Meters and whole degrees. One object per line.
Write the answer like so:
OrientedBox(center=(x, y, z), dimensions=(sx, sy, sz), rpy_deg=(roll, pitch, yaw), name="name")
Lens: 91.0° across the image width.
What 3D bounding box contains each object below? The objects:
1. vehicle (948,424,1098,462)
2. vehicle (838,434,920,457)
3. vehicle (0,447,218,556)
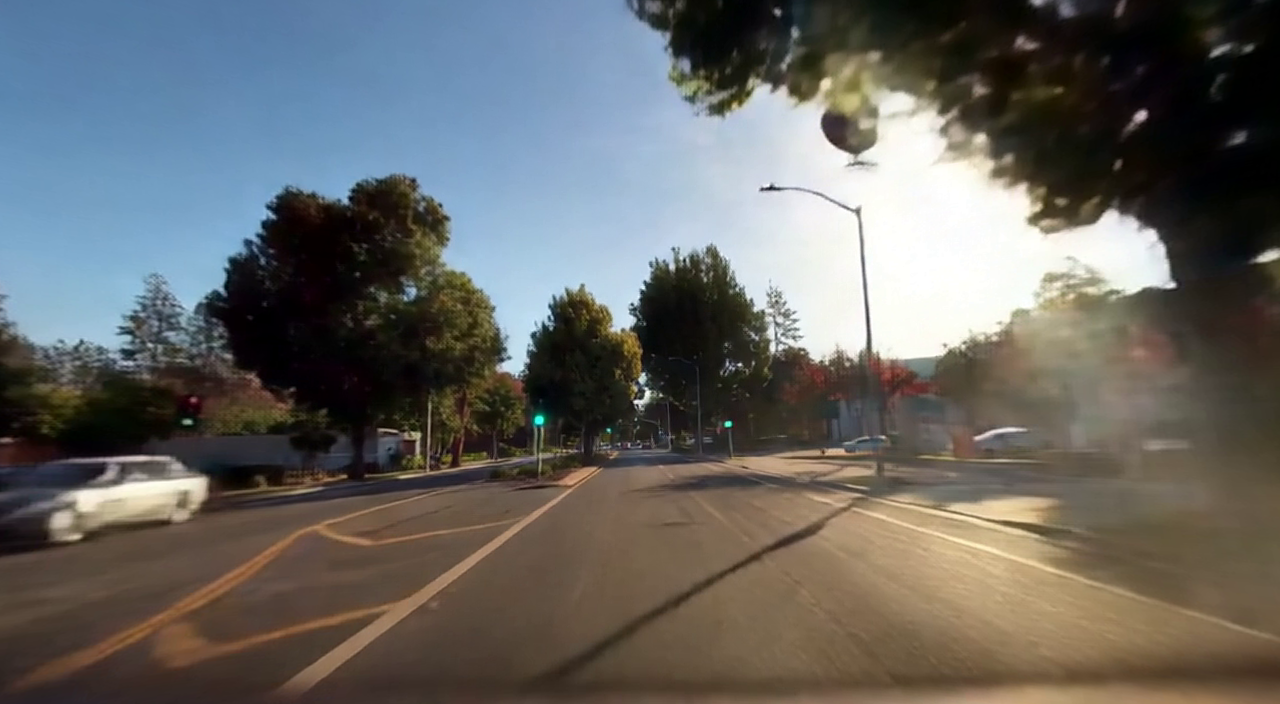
OrientedBox(center=(16.482, 3.963, 27.298), dimensions=(5.124, 1.541, 2.070), rpy_deg=(0, -9, -1), name="vehicle")
OrientedBox(center=(16.175, 6.338, 42.804), dimensions=(4.701, 1.500, 2.050), rpy_deg=(0, -8, 0), name="vehicle")
OrientedBox(center=(-10.856, 2.801, 12.391), dimensions=(2.031, 1.674, 4.573), rpy_deg=(-4, -8, -1), name="vehicle")
